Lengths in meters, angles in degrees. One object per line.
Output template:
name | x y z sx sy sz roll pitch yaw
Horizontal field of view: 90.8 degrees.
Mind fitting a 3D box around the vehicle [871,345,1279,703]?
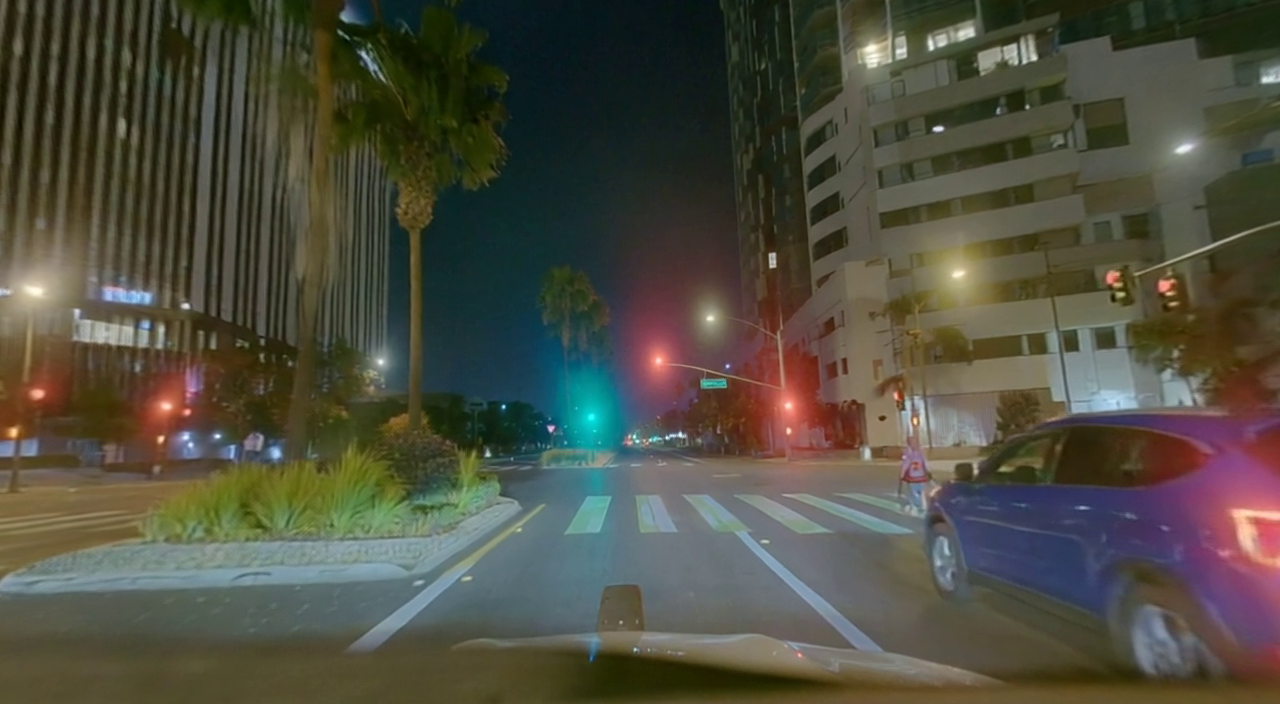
vehicle | 3.348 1.060 4.070 2.060 1.631 4.169 0 -9 -1
